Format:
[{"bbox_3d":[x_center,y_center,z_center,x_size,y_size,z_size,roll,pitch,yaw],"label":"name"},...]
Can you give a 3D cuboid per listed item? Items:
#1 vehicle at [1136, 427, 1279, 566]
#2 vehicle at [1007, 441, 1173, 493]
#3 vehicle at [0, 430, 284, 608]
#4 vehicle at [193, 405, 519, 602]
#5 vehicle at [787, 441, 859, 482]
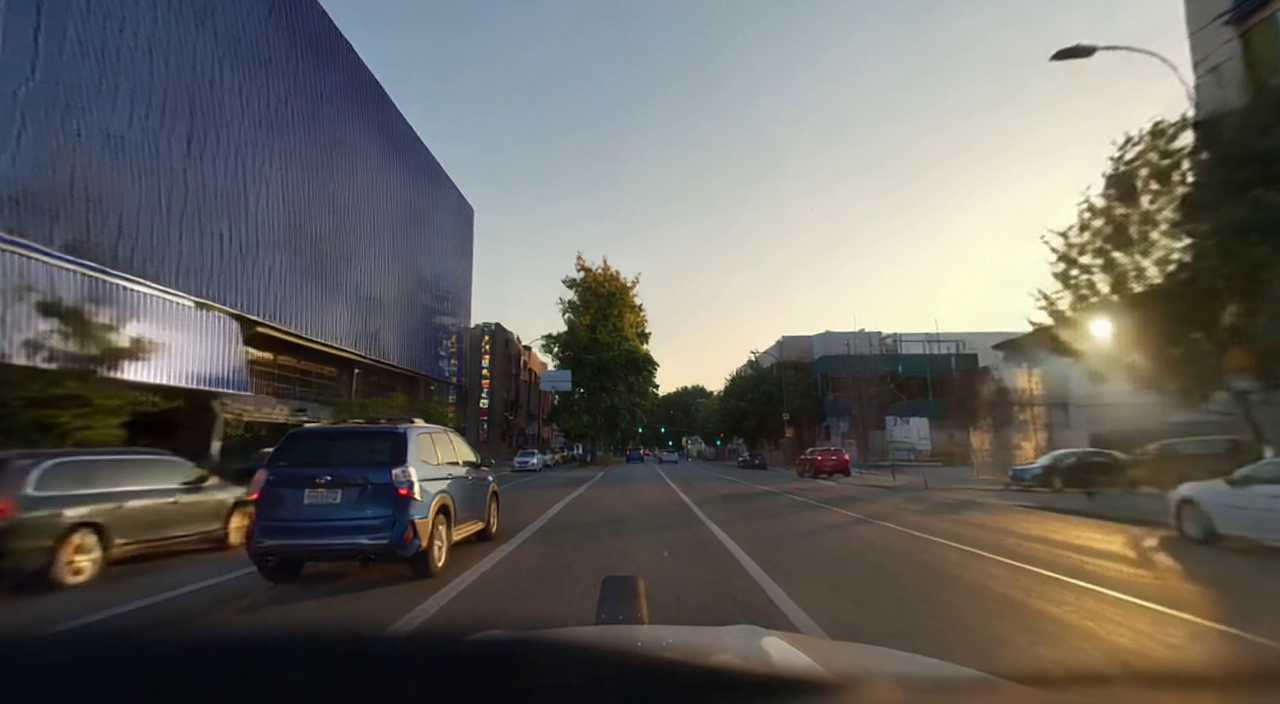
[{"bbox_3d":[9.029,1.871,7.824,2.005,1.726,4.658,5,-8,-1],"label":"vehicle"},{"bbox_3d":[17.118,4.375,24.229,4.693,1.827,2.098,0,-9,0],"label":"vehicle"},{"bbox_3d":[-6.873,1.931,8.278,1.825,1.679,4.336,-1,-8,1],"label":"vehicle"},{"bbox_3d":[-2.999,1.699,7.967,2.002,1.756,4.366,-1,-8,1],"label":"vehicle"},{"bbox_3d":[9.329,5.607,32.726,2.129,1.929,5.537,-1,-8,1],"label":"vehicle"}]
